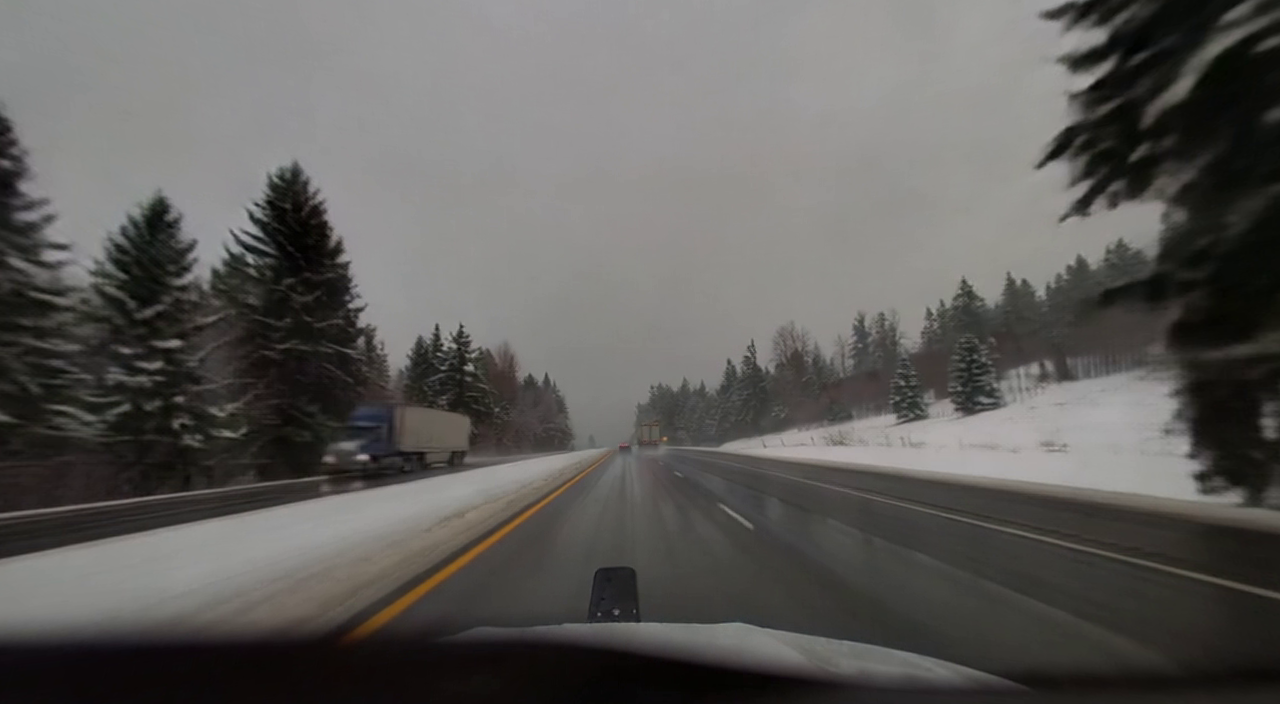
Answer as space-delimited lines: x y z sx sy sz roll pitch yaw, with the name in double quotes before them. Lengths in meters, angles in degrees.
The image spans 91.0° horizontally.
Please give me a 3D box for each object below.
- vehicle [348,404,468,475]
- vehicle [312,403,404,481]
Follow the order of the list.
"vehicle" -14.148 5.576 40.146 2.908 3.776 13.054 0 -8 -1
"vehicle" -14.008 4.479 31.578 2.988 3.641 3.403 0 -8 -1
